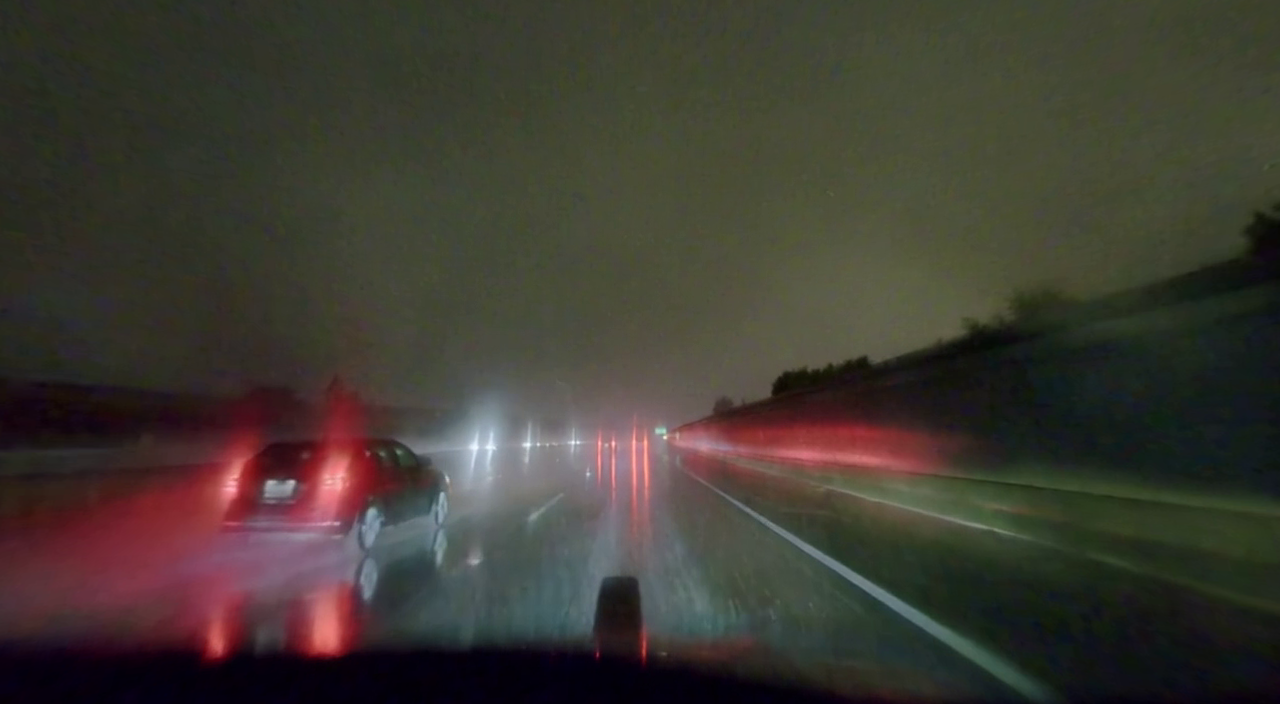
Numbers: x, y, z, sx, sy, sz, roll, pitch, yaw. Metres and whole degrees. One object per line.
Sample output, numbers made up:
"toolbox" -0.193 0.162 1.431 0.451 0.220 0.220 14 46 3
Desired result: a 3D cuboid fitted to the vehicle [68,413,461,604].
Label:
"vehicle" -3.781 1.609 7.512 2.039 1.589 4.324 0 -8 0
